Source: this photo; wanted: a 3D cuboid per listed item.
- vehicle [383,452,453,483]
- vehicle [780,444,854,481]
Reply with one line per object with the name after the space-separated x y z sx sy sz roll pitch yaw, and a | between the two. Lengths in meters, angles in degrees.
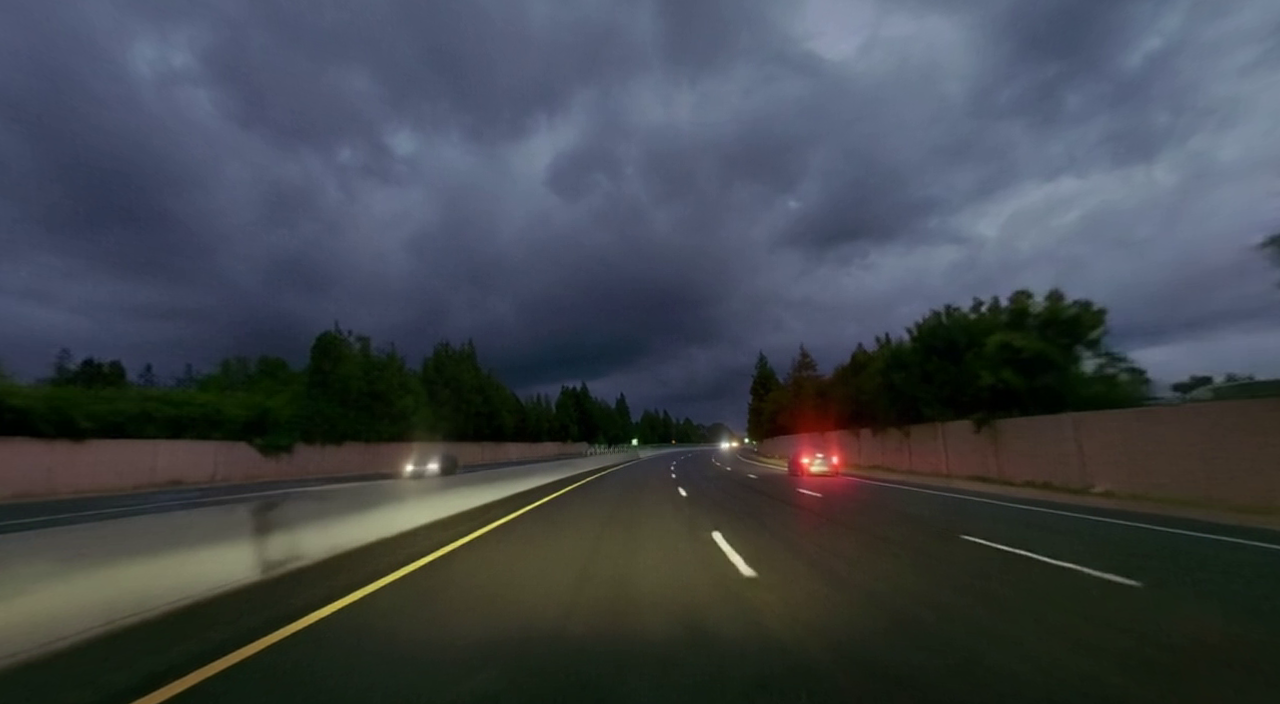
-12.261 6.390 35.085 2.061 1.520 4.669 -1 -9 2 | vehicle
7.896 4.966 28.489 1.983 1.486 4.545 0 -9 0 | vehicle
